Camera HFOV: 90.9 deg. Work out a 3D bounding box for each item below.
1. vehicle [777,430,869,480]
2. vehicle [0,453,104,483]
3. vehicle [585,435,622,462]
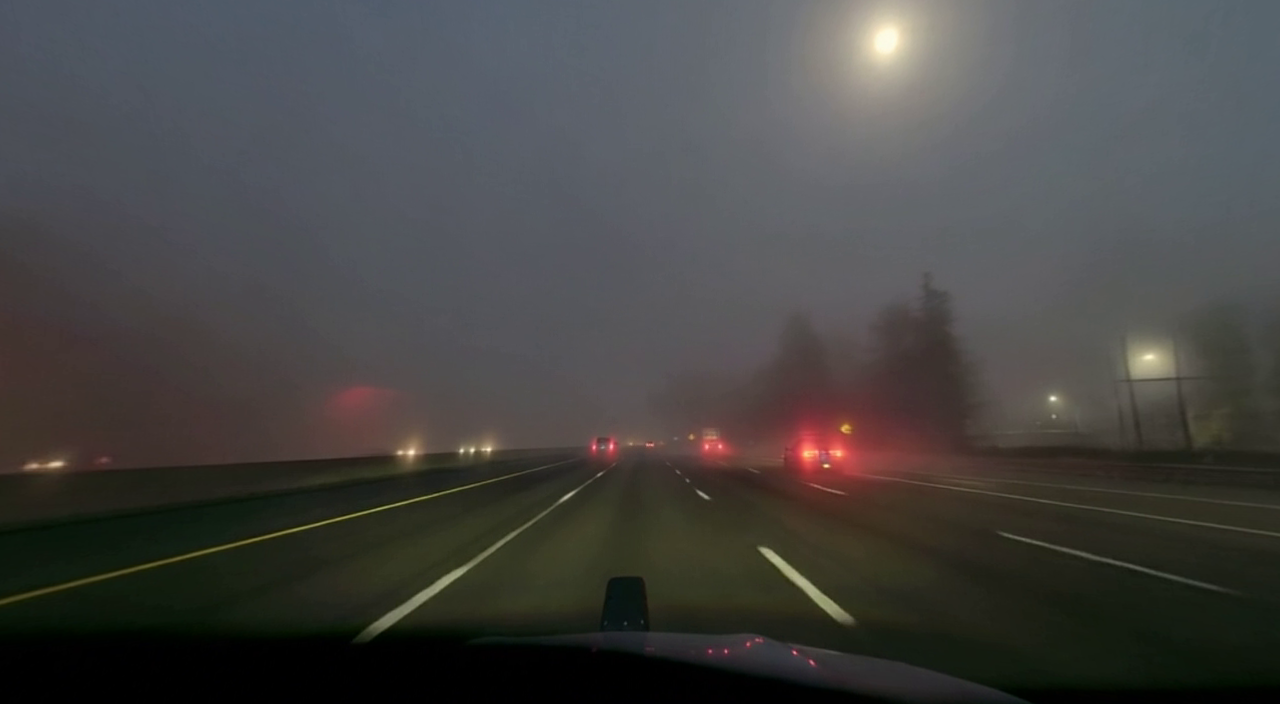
[{"bbox_3d":[6.706,3.828,23.617,2.063,1.706,4.259,0,-8,-1],"label":"vehicle"},{"bbox_3d":[-39.669,7.773,42.522,2.053,1.812,5.647,0,-8,-1],"label":"vehicle"},{"bbox_3d":[-2.726,7.364,48.264,2.453,1.952,5.320,0,-8,0],"label":"vehicle"}]
